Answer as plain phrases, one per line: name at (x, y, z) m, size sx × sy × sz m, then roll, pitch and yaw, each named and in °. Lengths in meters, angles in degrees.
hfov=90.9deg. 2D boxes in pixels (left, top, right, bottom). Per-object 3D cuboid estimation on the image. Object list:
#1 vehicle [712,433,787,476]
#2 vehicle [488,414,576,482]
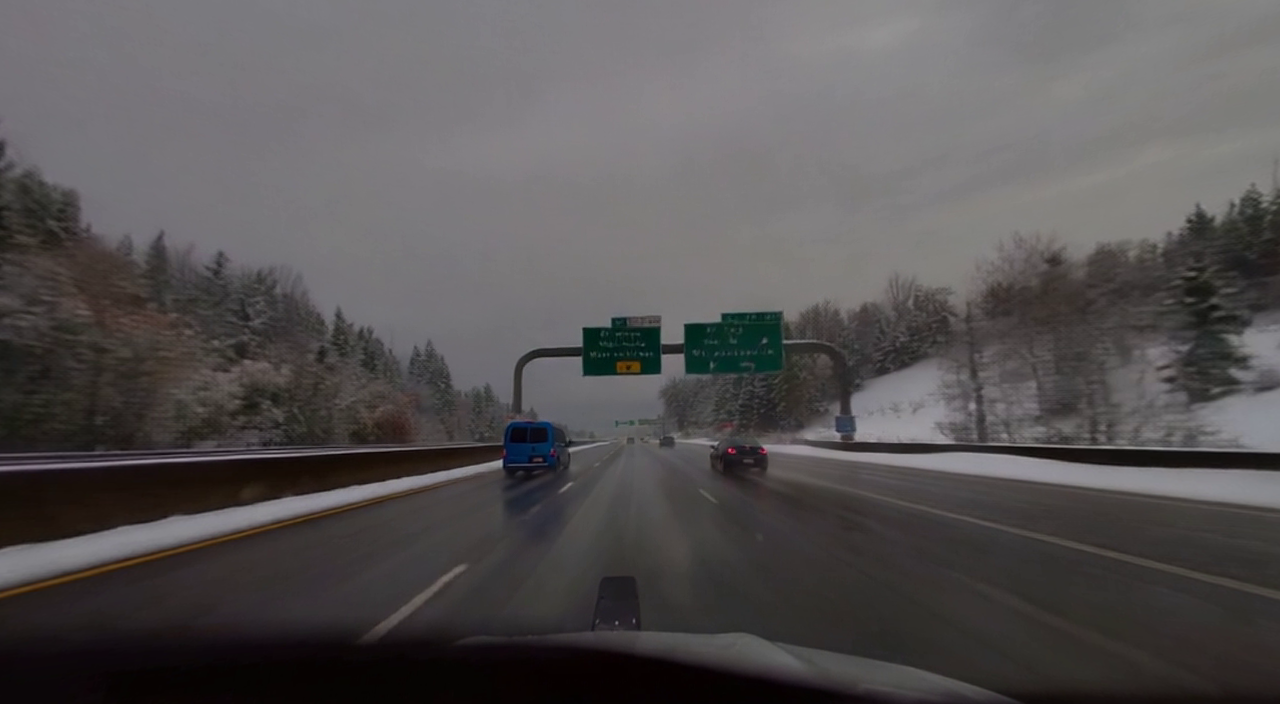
vehicle at (3.988, 3.781, 23.640) m, size 2.020 × 1.464 × 3.803 m, roll 0°, pitch -7°, yaw -2°
vehicle at (-3.580, 3.291, 21.992) m, size 2.275 × 2.053 × 5.082 m, roll 0°, pitch -7°, yaw -2°
